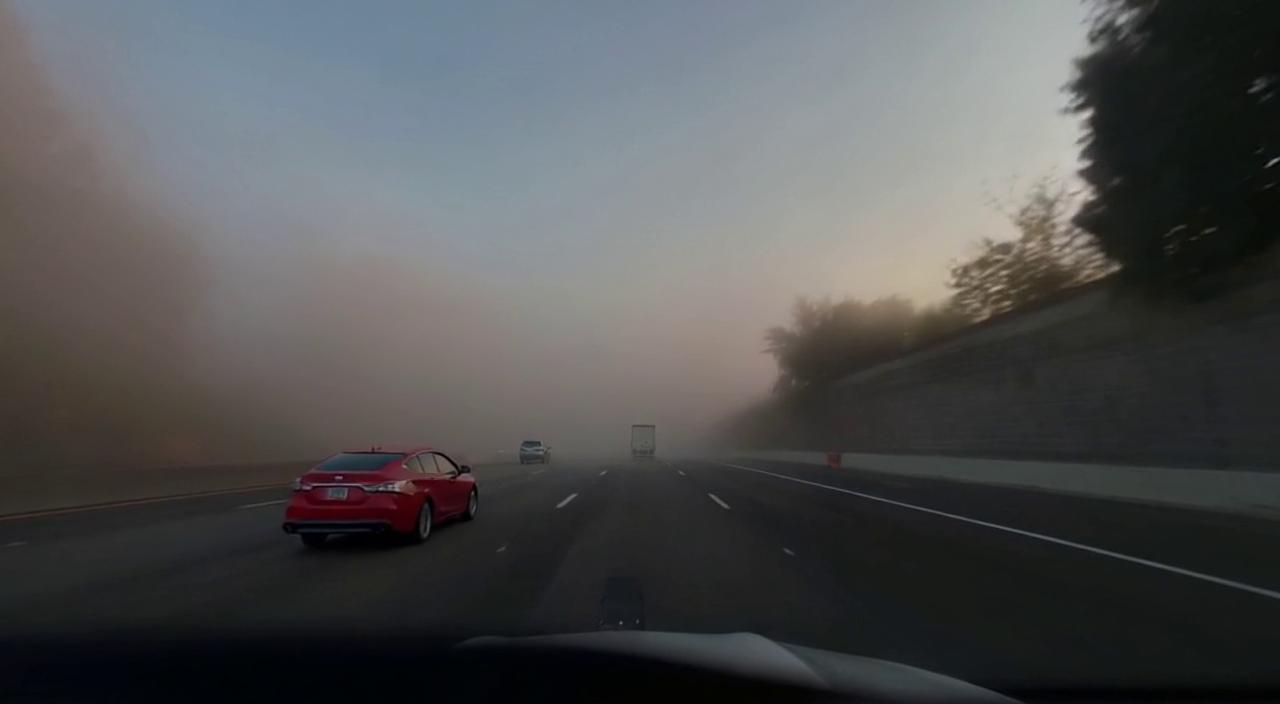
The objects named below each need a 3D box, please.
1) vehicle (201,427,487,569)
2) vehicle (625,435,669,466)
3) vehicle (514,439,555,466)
[{"bbox_3d":[-3.736,1.908,9.041,2.000,1.512,4.371,0,-8,0],"label":"vehicle"},{"bbox_3d":[0.396,6.756,43.464,2.856,1.994,4.931,0,-8,-1],"label":"vehicle"},{"bbox_3d":[-7.356,7.026,44.231,2.068,1.757,4.611,0,-8,0],"label":"vehicle"}]
